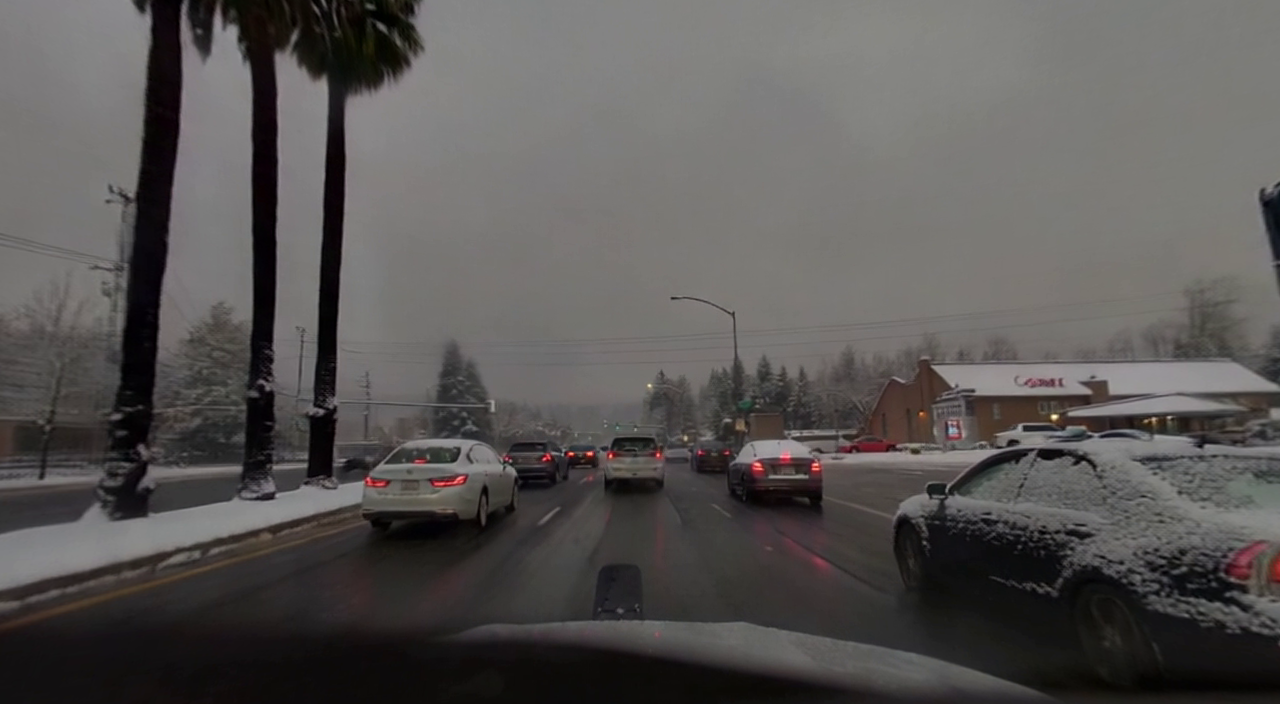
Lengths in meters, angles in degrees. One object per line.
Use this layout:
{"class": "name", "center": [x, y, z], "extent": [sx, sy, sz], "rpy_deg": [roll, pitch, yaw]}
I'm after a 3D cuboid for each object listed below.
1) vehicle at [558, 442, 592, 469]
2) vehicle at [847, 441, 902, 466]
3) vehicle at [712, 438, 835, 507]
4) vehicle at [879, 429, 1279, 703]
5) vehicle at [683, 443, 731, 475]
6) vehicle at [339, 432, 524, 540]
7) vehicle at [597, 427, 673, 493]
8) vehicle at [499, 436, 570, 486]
{"class": "vehicle", "center": [-4.127, 6.614, 40.454], "extent": [1.871, 1.673, 3.920], "rpy_deg": [0, -8, -1]}
{"class": "vehicle", "center": [13.788, 5.980, 37.279], "extent": [1.833, 1.392, 3.588], "rpy_deg": [0, -8, -1]}
{"class": "vehicle", "center": [3.147, 2.942, 15.911], "extent": [1.977, 1.480, 4.589], "rpy_deg": [0, -8, -2]}
{"class": "vehicle", "center": [3.612, 1.357, 4.697], "extent": [1.867, 1.448, 4.436], "rpy_deg": [0, -8, 0]}
{"class": "vehicle", "center": [3.367, 5.432, 32.226], "extent": [1.880, 1.476, 3.932], "rpy_deg": [0, -8, -2]}
{"class": "vehicle", "center": [-3.334, 2.201, 11.032], "extent": [1.864, 1.505, 4.202], "rpy_deg": [0, -8, -1]}
{"class": "vehicle", "center": [-0.145, 3.384, 20.056], "extent": [2.164, 1.867, 4.254], "rpy_deg": [0, -8, 0]}
{"class": "vehicle", "center": [-3.859, 4.056, 23.799], "extent": [1.932, 1.695, 4.235], "rpy_deg": [0, -8, 0]}
